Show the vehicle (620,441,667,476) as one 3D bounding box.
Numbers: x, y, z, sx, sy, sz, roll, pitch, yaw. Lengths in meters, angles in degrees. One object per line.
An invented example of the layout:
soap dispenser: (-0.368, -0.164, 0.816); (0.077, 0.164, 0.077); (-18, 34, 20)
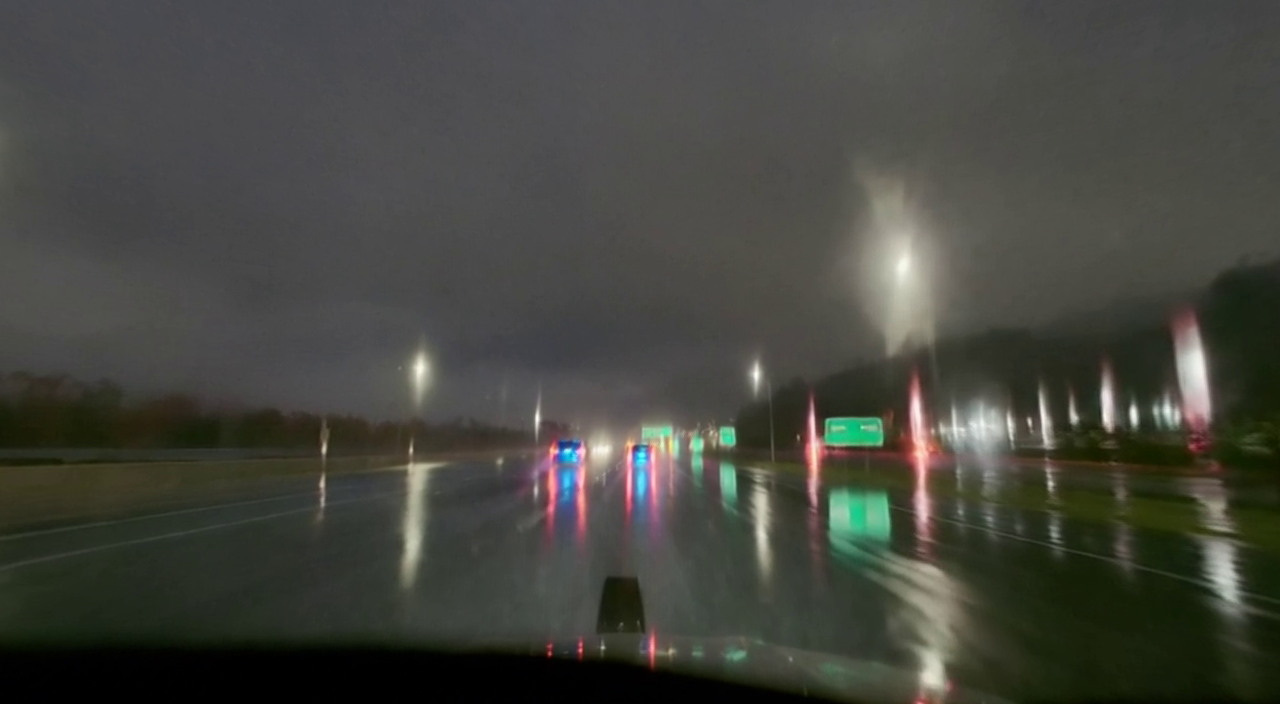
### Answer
vehicle: (0.179, 5.054, 30.165); (2.086, 1.548, 4.325); (0, -9, 1)

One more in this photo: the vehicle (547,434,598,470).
vehicle: (-3.730, 5.681, 35.880); (2.264, 1.901, 4.647); (0, -9, 2)
